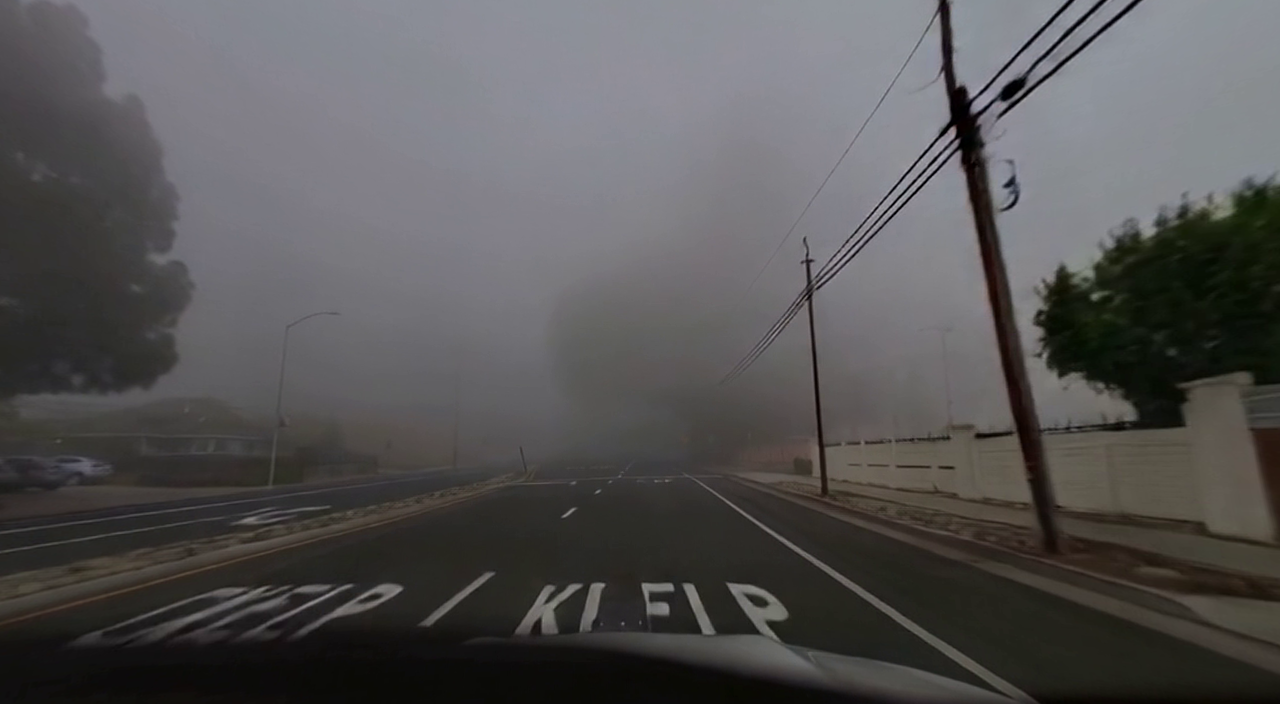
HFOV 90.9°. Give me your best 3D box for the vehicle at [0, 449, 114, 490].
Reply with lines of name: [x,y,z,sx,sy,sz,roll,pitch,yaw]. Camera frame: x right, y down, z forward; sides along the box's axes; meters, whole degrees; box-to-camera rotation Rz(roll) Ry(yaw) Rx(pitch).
vehicle: [-29.245,5.810,31.729,2.100,1.845,4.793,2,-9,-11]
